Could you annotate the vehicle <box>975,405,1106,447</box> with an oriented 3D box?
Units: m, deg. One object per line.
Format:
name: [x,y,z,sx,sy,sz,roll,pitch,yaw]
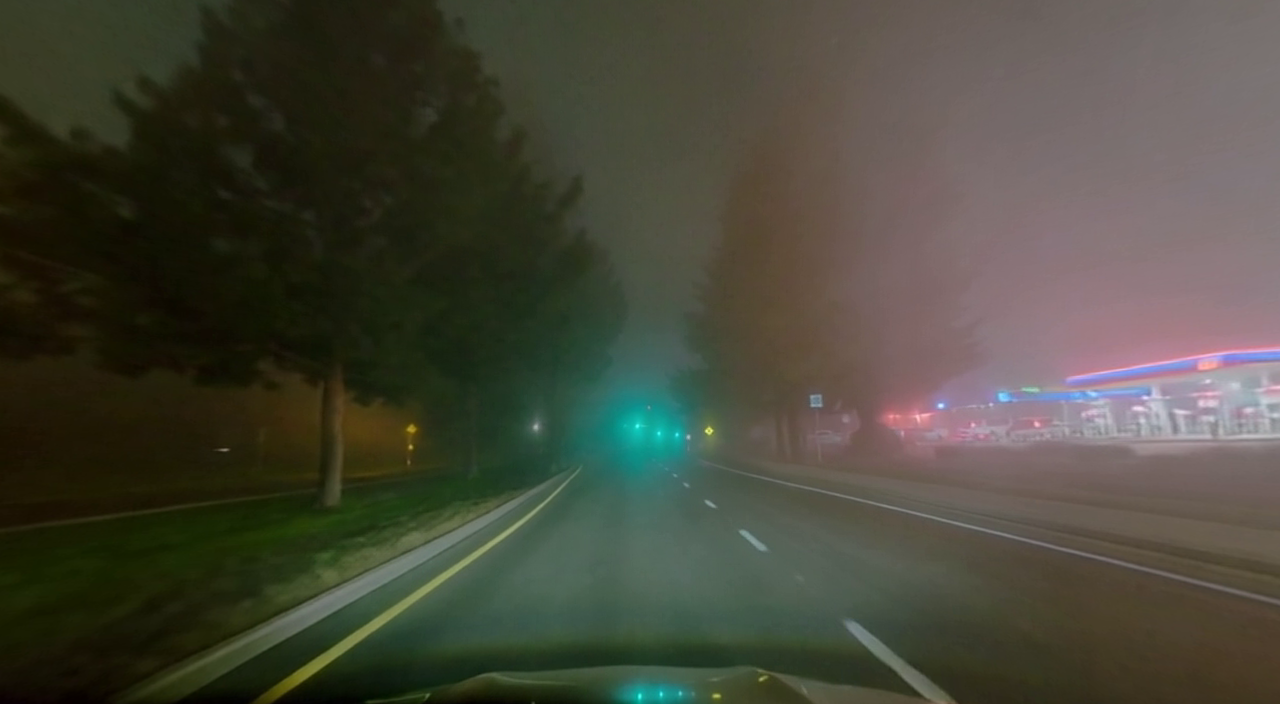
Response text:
vehicle: [21.229,3.979,33.670,5.483,1.801,2.202,3,-9,0]
